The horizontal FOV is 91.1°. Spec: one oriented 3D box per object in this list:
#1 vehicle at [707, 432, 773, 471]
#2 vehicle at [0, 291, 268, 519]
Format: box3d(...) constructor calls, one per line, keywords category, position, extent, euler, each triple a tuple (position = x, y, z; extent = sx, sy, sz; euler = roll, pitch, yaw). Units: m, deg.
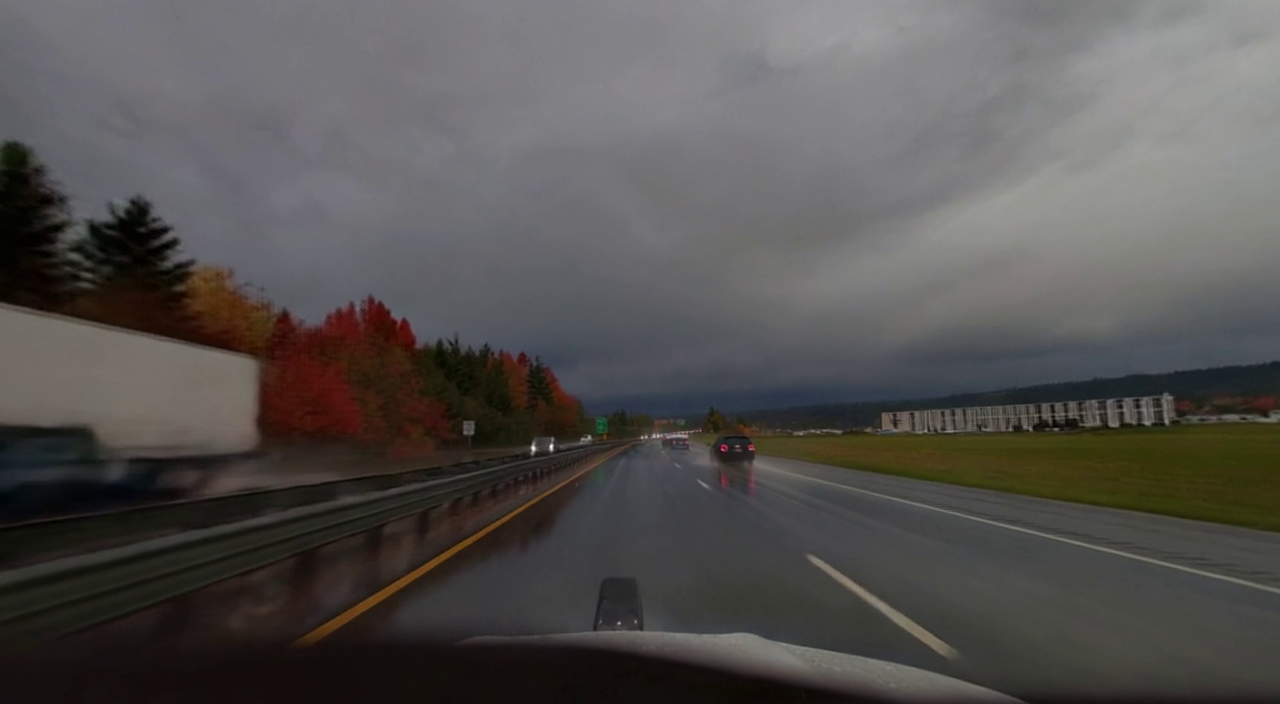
box3d(category="vehicle", position=(4.185, 4.234, 26.970), extent=(2.024, 1.516, 4.197), euler=(0, -8, -1))
box3d(category="vehicle", position=(-12.981, 1.103, 12.344), extent=(2.930, 4.068, 13.664), euler=(0, -8, 0))
